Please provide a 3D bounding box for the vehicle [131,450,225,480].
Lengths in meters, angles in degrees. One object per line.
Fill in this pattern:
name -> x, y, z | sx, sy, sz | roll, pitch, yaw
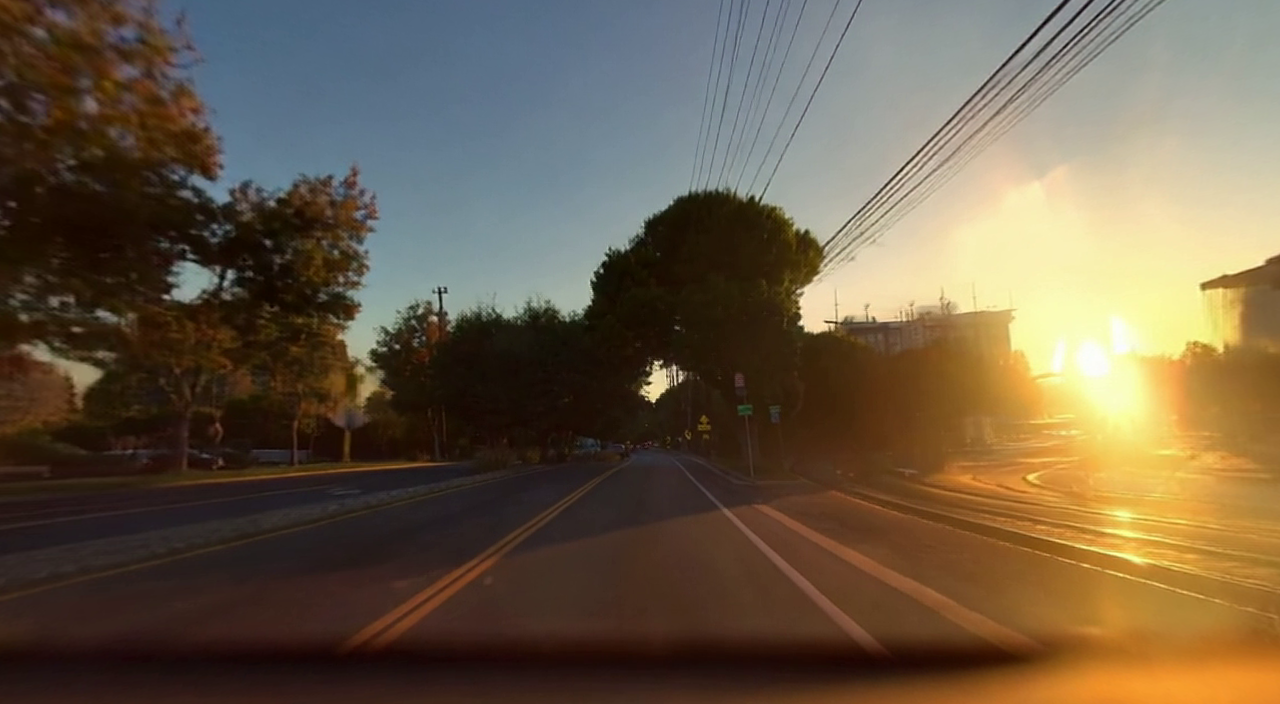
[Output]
vehicle -> -25.188, 6.153, 34.545 | 1.805, 1.461, 4.321 | 0, -8, 1
